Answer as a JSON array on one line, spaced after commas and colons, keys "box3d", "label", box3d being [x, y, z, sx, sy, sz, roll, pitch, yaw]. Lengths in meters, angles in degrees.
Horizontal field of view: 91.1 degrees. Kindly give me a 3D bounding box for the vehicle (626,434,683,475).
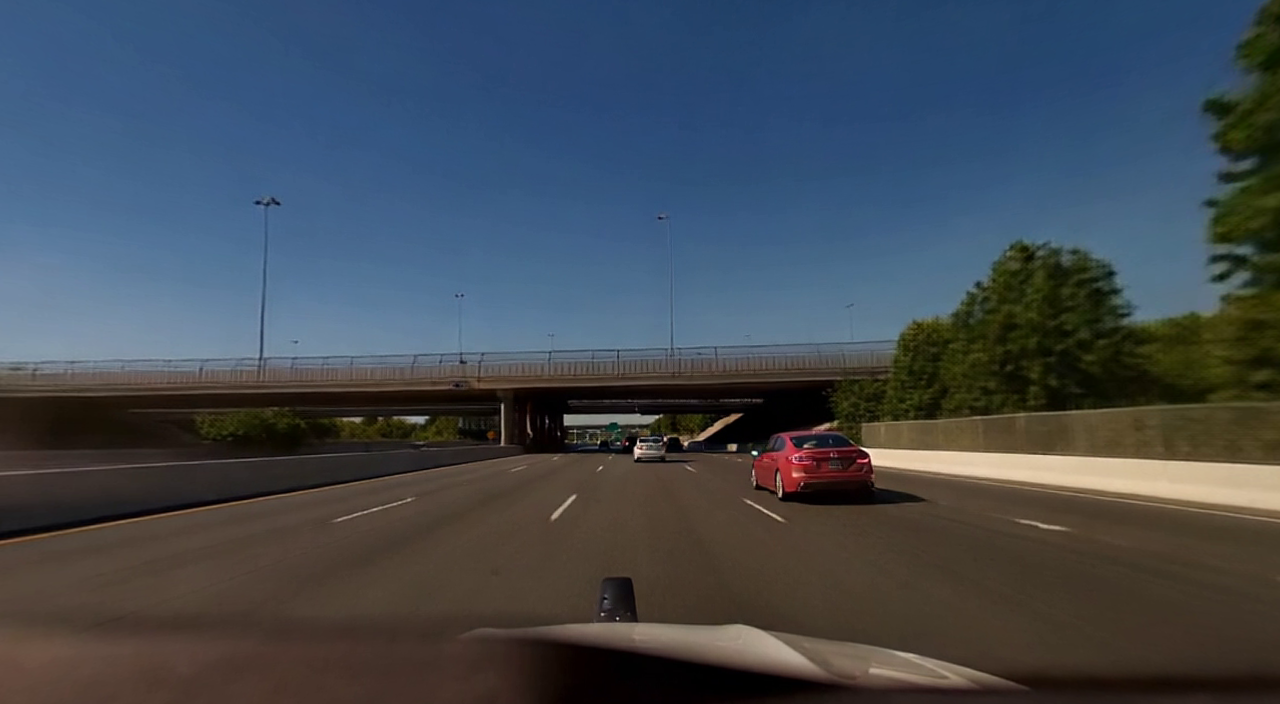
[{"box3d": [0.479, 3.964, 24.693, 2.046, 1.467, 3.844, 0, -8, -1], "label": "vehicle"}]
